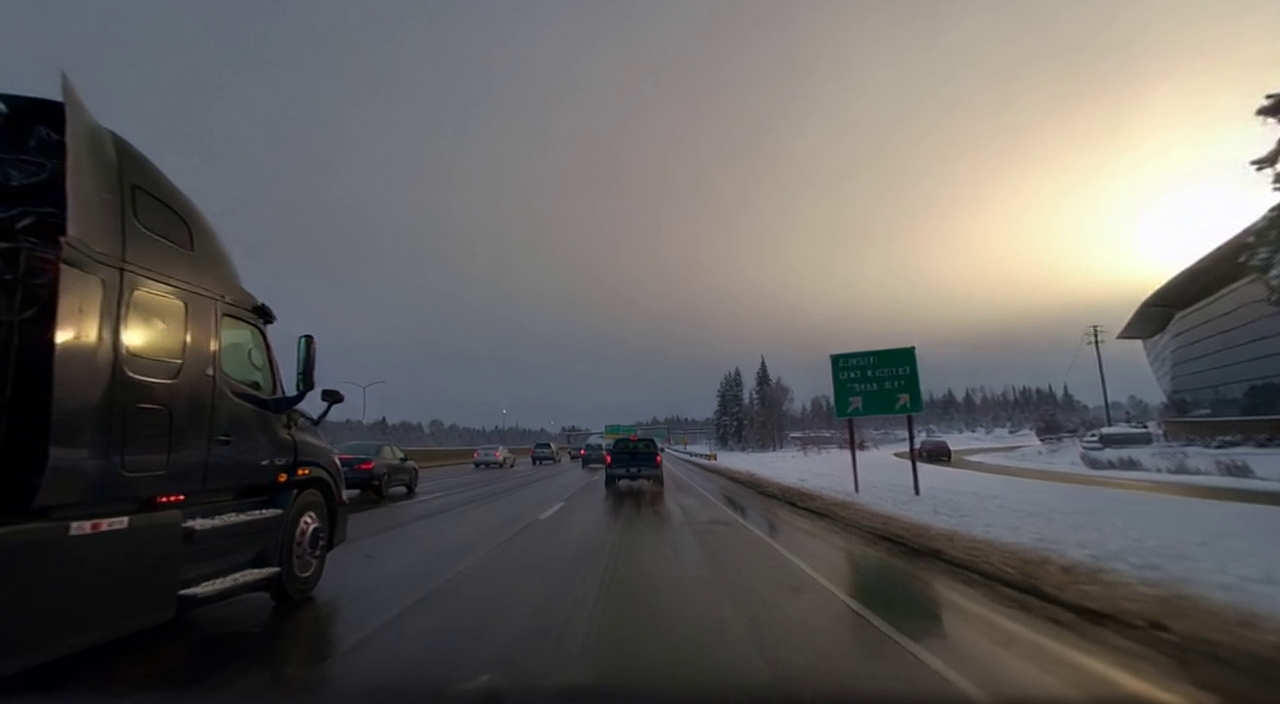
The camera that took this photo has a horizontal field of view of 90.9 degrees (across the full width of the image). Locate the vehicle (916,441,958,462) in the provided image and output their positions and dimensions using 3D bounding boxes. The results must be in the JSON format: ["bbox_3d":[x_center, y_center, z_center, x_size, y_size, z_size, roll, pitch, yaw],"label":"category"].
[{"bbox_3d":[22.788,7.663,48.567,1.918,1.472,4.782,-2,-9,13],"label":"vehicle"}]

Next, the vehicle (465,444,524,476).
[{"bbox_3d":[-7.167,5.374,31.570,1.869,1.466,4.217,0,-9,1],"label":"vehicle"}]

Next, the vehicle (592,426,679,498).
[{"bbox_3d":[-0.086,3.043,17.728,2.152,1.779,3.924,0,-9,1],"label":"vehicle"}]

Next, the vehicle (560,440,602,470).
[{"bbox_3d":[-3.419,6.085,37.283,1.952,1.649,4.131,0,-9,1],"label":"vehicle"}]

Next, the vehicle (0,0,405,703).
[{"bbox_3d":[-3.894,-0.487,1.478,2.990,3.885,8.540,0,-9,3],"label":"vehicle"}]
